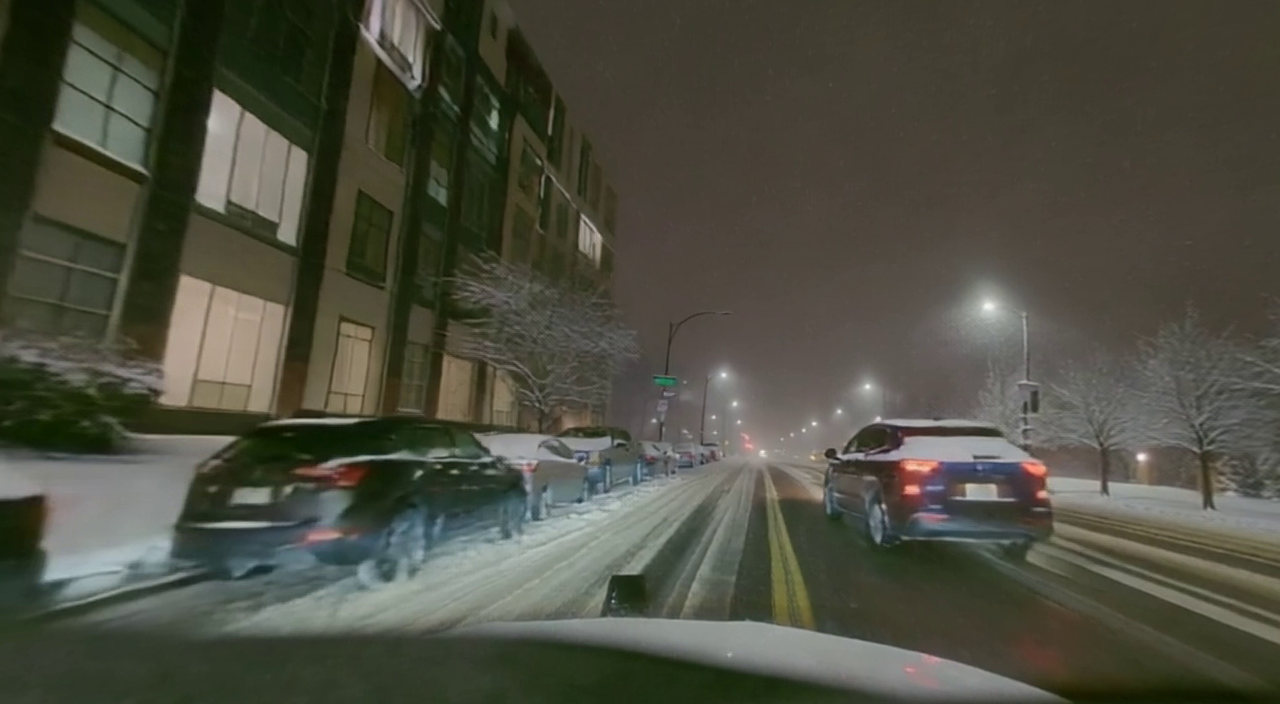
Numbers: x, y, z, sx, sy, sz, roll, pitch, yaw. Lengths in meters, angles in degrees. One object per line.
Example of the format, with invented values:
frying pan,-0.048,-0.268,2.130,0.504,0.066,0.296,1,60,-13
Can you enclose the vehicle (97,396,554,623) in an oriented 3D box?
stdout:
vehicle,-2.803,1.532,7.245,2.179,1.658,4.765,-2,-9,11

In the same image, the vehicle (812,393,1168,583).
vehicle,4.368,1.819,9.494,2.411,1.899,5.993,-1,-8,6

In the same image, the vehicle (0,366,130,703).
vehicle,-4.281,0.682,1.616,1.922,1.628,4.291,-1,-8,10
